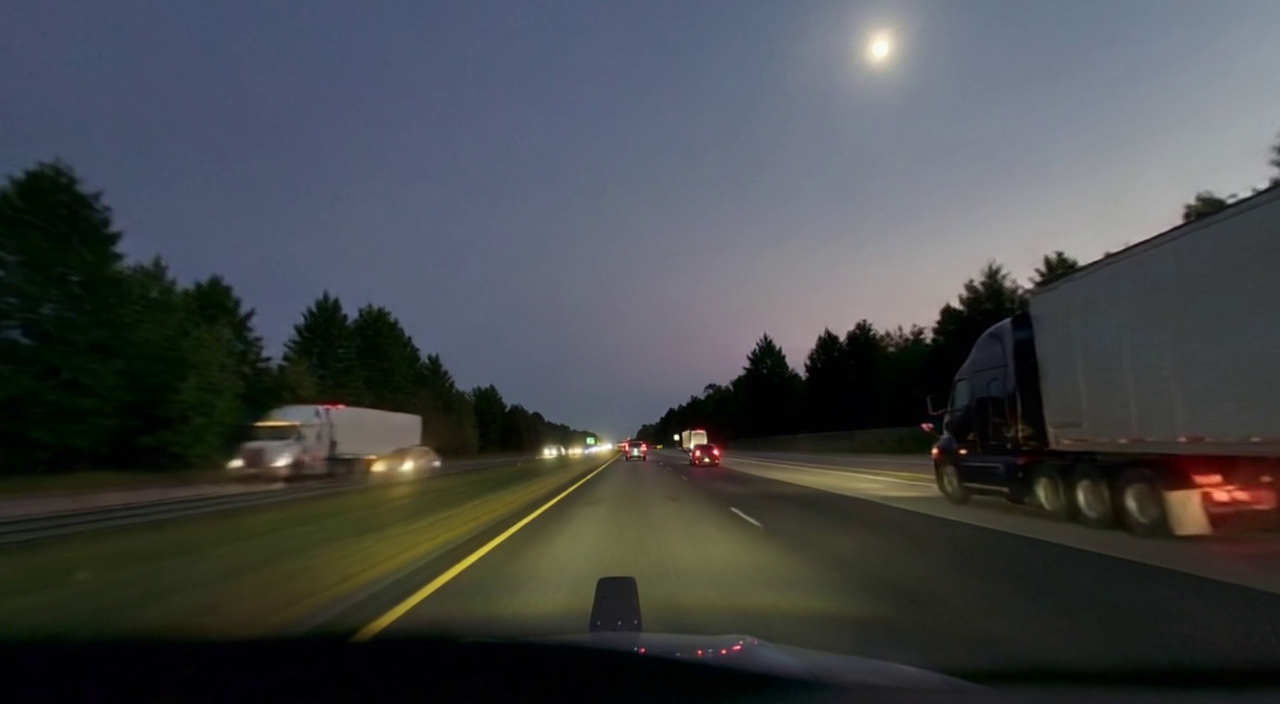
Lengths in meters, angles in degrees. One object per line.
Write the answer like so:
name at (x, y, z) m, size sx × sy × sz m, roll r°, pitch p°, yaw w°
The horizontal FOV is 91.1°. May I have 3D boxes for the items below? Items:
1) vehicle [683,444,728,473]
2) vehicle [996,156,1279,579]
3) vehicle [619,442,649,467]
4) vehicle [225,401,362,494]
vehicle at (3.615, 5.968, 35.449) m, size 2.025 × 1.534 × 4.179 m, roll 0°, pitch -9°, yaw -1°
vehicle at (7.810, -0.243, 3.633) m, size 3.044 × 4.073 × 14.016 m, roll 0°, pitch -9°, yaw -1°
vehicle at (-0.431, 7.424, 45.532) m, size 2.114 × 1.706 × 4.106 m, roll 0°, pitch -9°, yaw -1°
vehicle at (-16.717, 4.697, 30.961) m, size 3.194 × 4.043 × 6.006 m, roll 0°, pitch -9°, yaw 0°
